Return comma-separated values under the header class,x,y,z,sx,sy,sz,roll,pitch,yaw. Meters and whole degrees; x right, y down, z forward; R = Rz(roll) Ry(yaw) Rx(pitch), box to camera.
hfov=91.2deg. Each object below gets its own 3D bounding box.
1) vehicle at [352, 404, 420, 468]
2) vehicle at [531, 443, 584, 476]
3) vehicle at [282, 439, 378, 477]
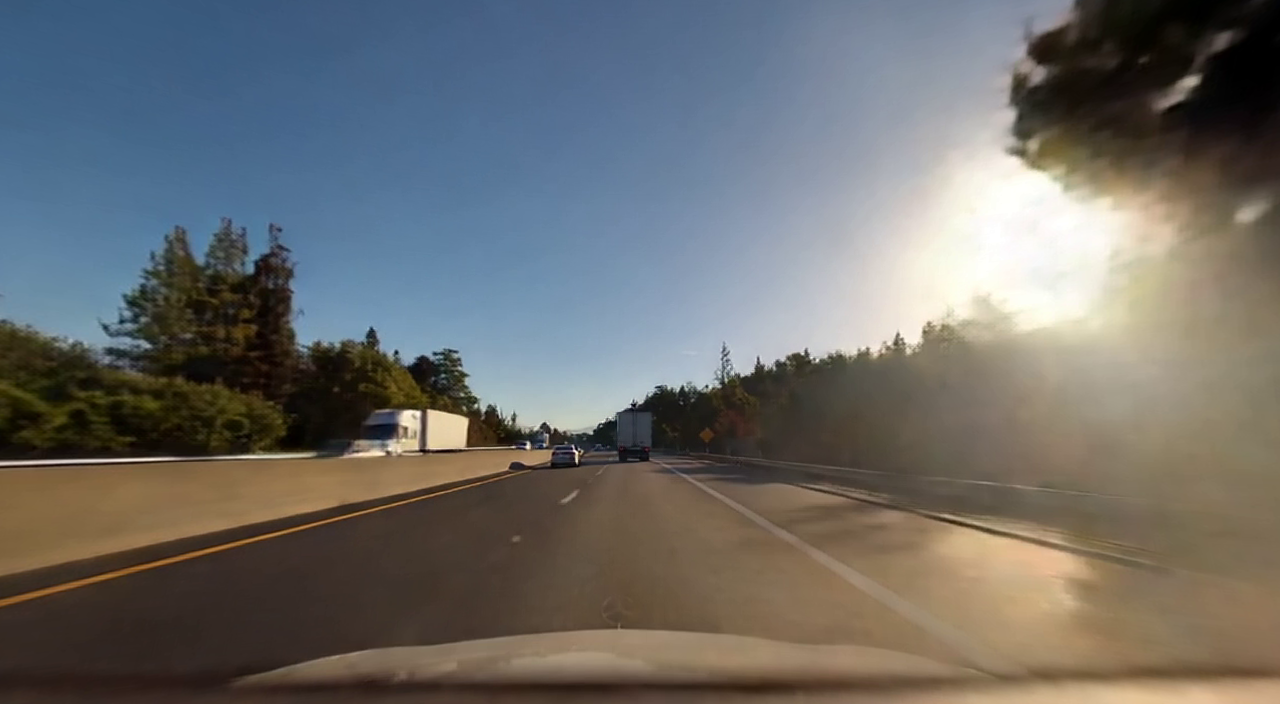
class,x,y,z,sx,sy,sz,roll,pitch,yaw
vehicle,-17.739,5.924,44.033,3.116,4.225,3.440,1,-9,-1
vehicle,-4.035,5.344,31.373,2.057,1.519,4.372,0,-9,0
vehicle,-13.199,4.540,27.055,1.864,1.501,4.510,0,-9,-1
